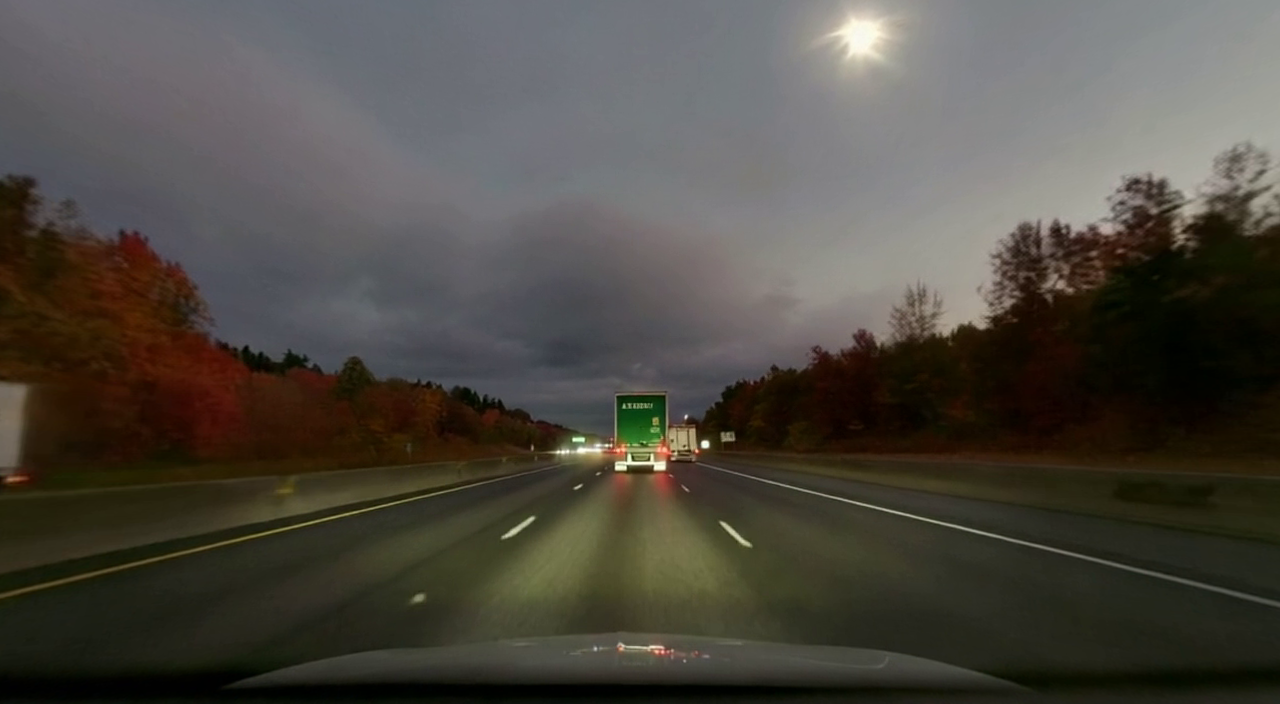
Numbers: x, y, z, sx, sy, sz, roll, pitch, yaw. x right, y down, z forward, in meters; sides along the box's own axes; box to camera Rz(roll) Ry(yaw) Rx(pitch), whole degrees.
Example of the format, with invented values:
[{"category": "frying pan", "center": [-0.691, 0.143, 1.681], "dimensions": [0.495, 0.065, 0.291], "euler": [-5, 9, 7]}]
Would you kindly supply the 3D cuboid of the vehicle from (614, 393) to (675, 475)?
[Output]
[{"category": "vehicle", "center": [0.203, 4.957, 37.006], "dimensions": [3.057, 4.073, 10.792], "euler": [0, -9, 0]}]
